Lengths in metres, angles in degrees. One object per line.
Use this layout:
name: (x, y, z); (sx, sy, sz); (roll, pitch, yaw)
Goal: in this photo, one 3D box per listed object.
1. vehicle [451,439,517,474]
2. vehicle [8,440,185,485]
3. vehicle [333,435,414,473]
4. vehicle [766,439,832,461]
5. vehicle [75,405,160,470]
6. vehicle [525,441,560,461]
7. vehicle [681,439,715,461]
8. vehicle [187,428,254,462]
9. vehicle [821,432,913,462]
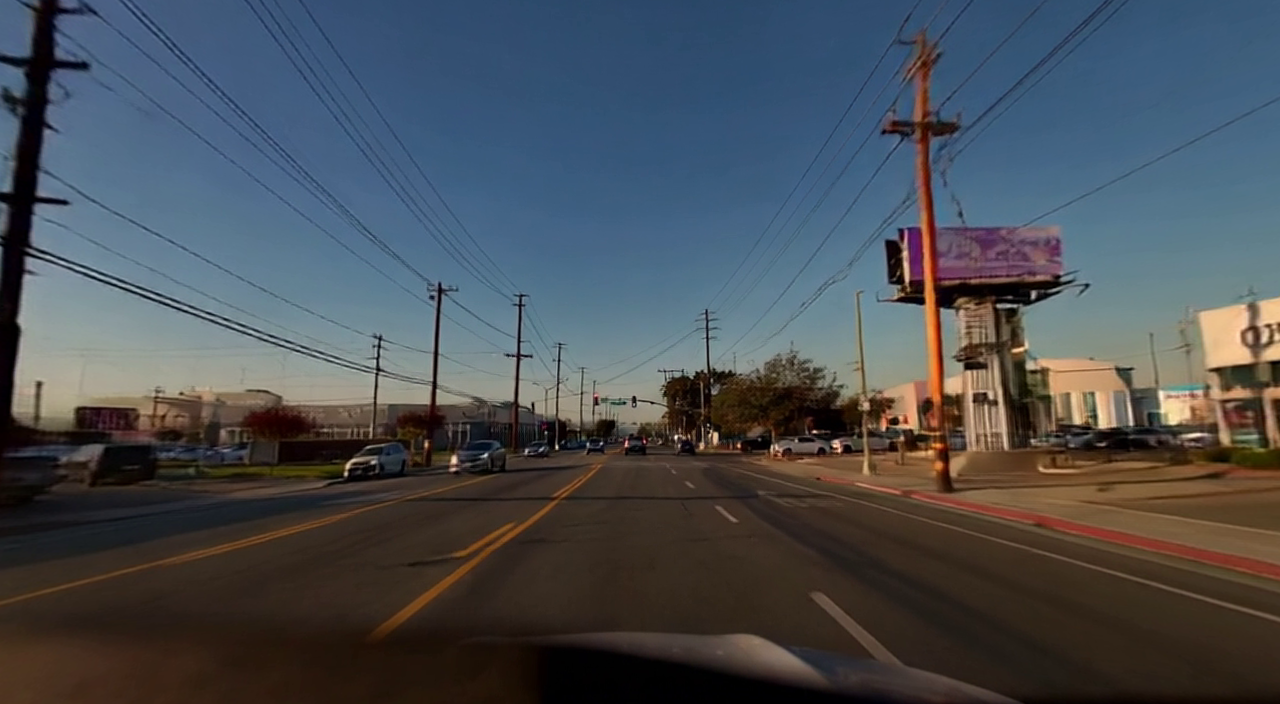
vehicle: (-7.368, 4.963, 30.299); (1.952, 1.536, 4.623); (0, -8, 0)
vehicle: (-19.409, 3.949, 22.710); (4.667, 1.539, 1.976); (-1, -9, 4)
vehicle: (-13.858, 5.313, 33.209); (2.044, 1.830, 4.800); (-1, -8, 2)
vehicle: (11.341, 7.002, 45.212); (4.238, 1.464, 1.862); (0, -8, 2)
vehicle: (-32.207, 5.284, 38.955); (3.976, 3.736, 2.624); (-6, -11, 33)
vehicle: (-7.522, 7.669, 49.150); (2.020, 1.479, 4.612); (0, -8, 0)
vehicle: (4.019, 6.913, 44.562); (1.926, 1.482, 4.442); (0, -8, -1)
vehicle: (-33.019, 7.345, 49.804); (3.915, 2.641, 1.656); (1, -9, -3)
vehicle: (15.110, 6.362, 42.264); (5.307, 1.877, 2.052); (0, -8, -1)
